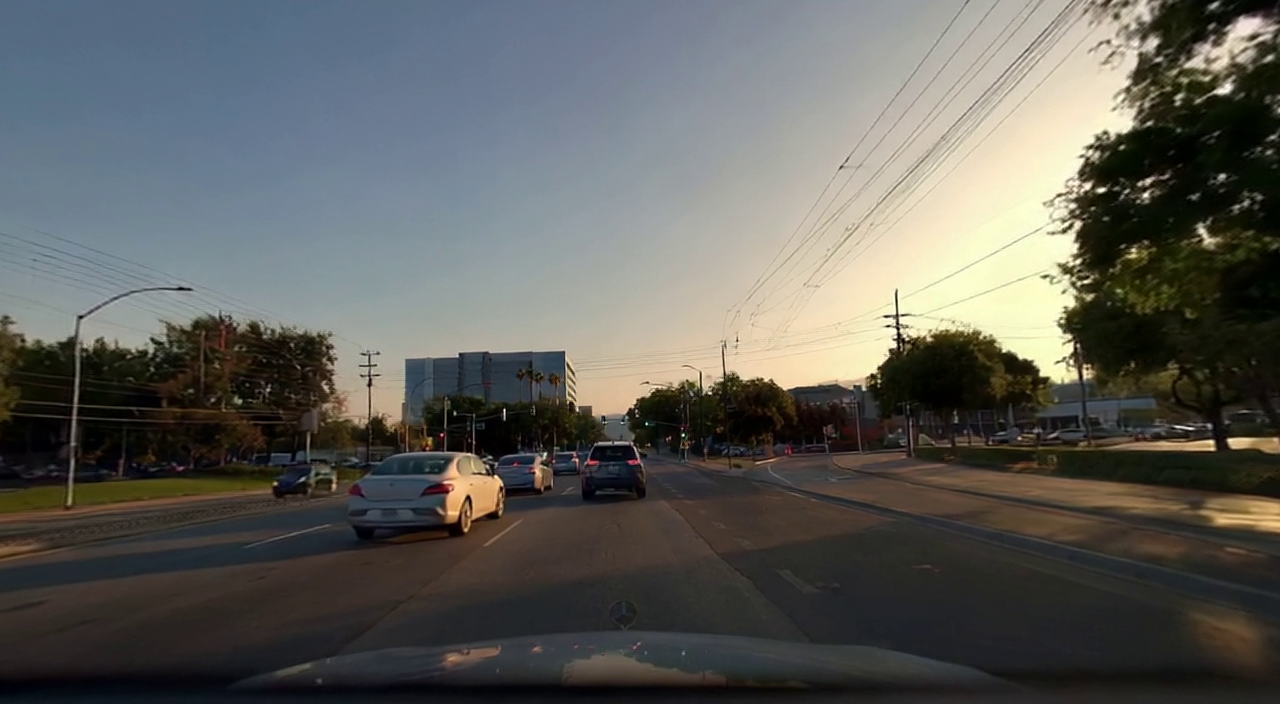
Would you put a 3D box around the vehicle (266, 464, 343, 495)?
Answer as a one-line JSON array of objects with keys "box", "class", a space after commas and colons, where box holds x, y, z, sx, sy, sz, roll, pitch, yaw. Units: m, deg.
[{"box": [-18.579, 7.084, 35.259, 1.872, 1.468, 4.316, 0, -8, 1], "class": "vehicle"}]

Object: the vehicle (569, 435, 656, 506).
[{"box": [-0.743, 3.433, 18.710, 2.276, 1.850, 3.897, 0, -8, -1], "class": "vehicle"}]

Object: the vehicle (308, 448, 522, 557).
[{"box": [-3.529, 2.425, 10.969, 2.064, 1.464, 4.373, 0, -8, 1], "class": "vehicle"}]
